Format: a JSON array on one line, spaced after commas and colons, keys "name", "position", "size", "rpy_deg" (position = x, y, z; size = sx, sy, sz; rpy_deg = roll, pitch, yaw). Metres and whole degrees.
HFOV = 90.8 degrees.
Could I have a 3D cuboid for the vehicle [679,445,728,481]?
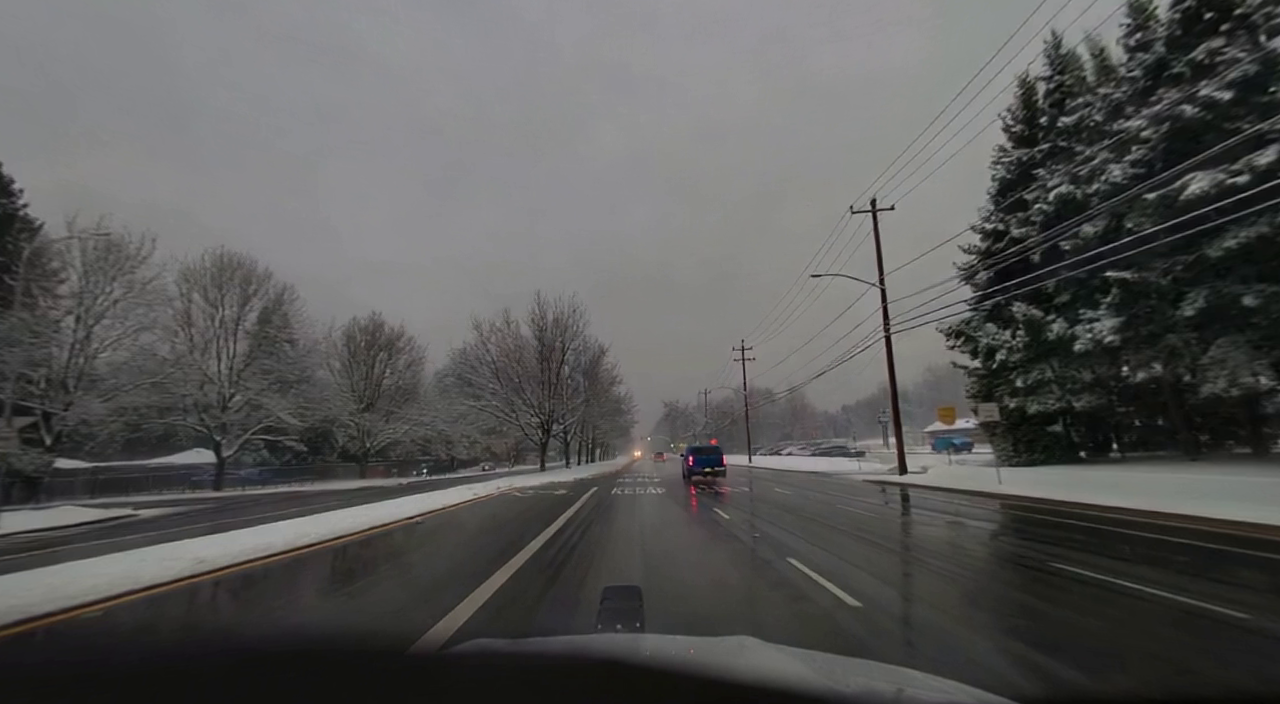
[{"name": "vehicle", "position": [3.421, 6.061, 34.879], "size": [2.086, 1.803, 4.607], "rpy_deg": [0, -9, -1]}]
